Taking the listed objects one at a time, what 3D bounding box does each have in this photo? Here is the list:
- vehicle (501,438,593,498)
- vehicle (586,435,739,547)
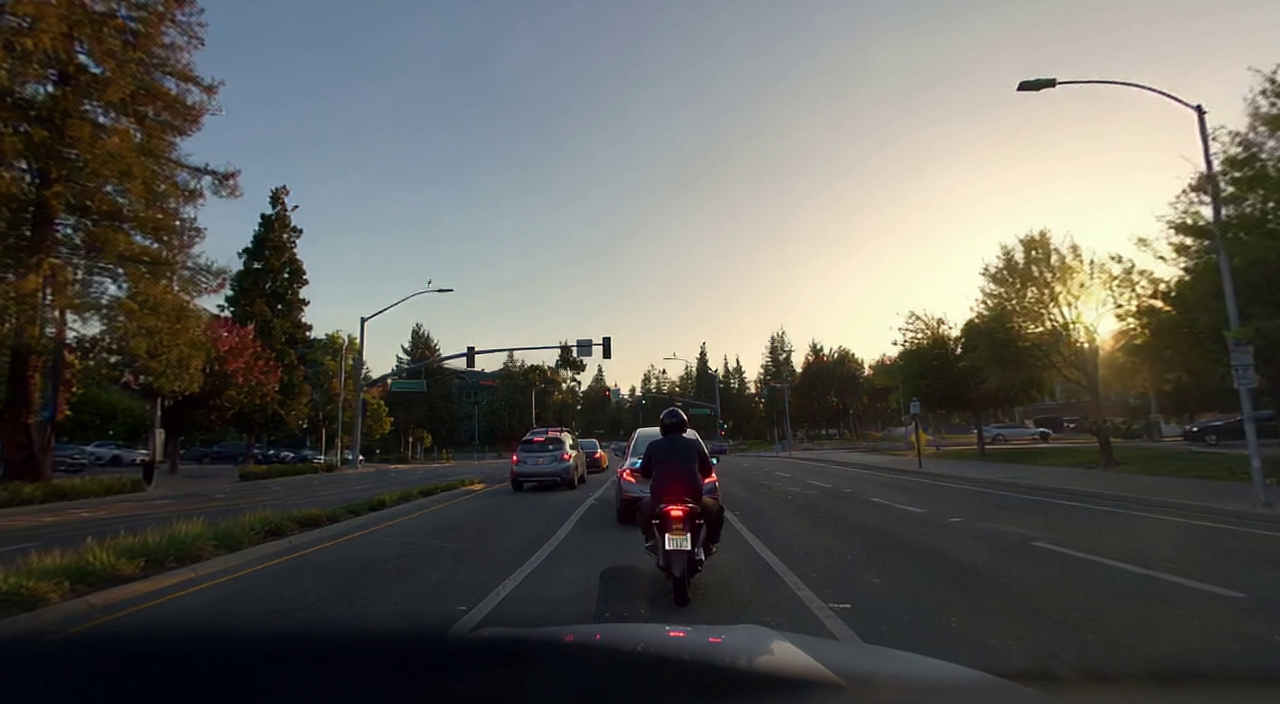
[{"bbox_3d":[-2.550,3.280,18.258,1.979,1.499,3.840,-1,-8,2],"label":"vehicle"},{"bbox_3d":[0.326,2.168,10.658,2.009,1.450,4.608,-1,-8,1],"label":"vehicle"}]
